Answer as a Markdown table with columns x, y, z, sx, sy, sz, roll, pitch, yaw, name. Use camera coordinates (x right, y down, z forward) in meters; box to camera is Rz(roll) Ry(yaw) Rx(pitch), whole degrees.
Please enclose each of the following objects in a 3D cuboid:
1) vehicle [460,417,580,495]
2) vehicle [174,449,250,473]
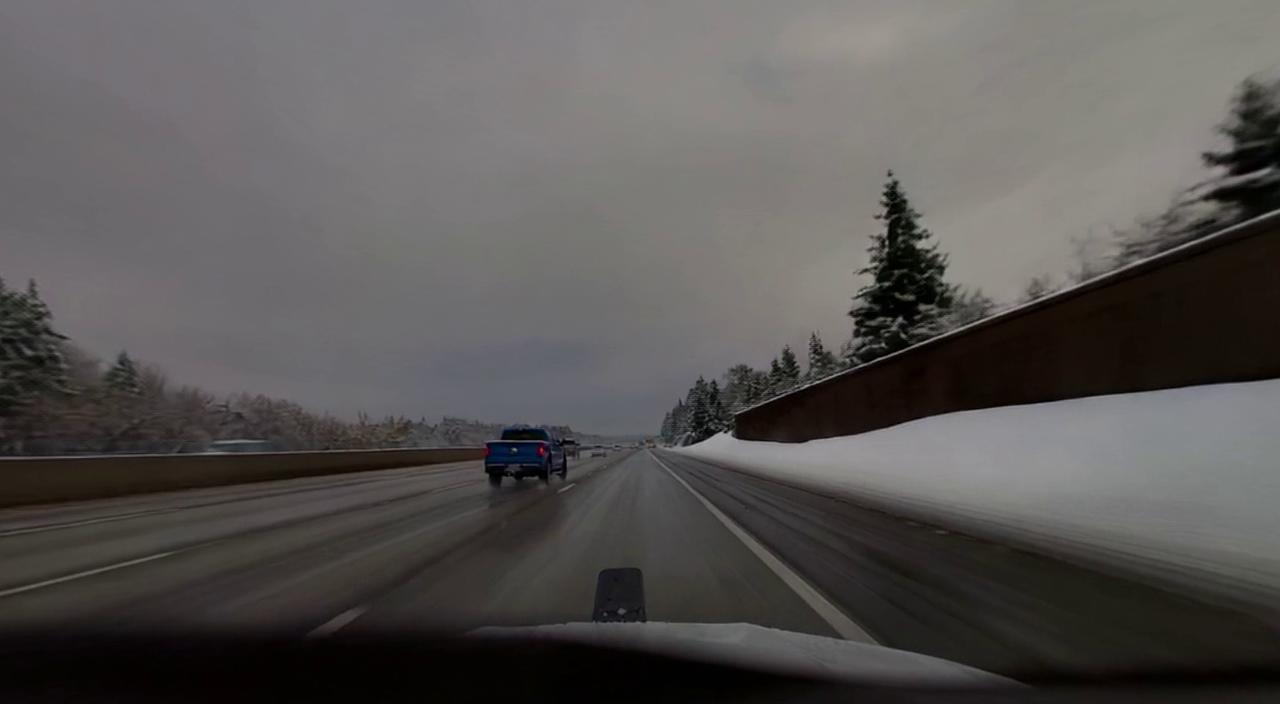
| x | y | z | sx | sy | sz | roll | pitch | yaw | name |
| --- | --- | --- | --- | --- | --- | --- | --- | --- | --- |
| -3.643 | 3.364 | 20.758 | 2.604 | 2.170 | 6.271 | 0 | -8 | 1 | vehicle |
| -29.035 | 7.364 | 42.925 | 1.870 | 1.505 | 4.541 | 0 | -8 | 1 | vehicle |
